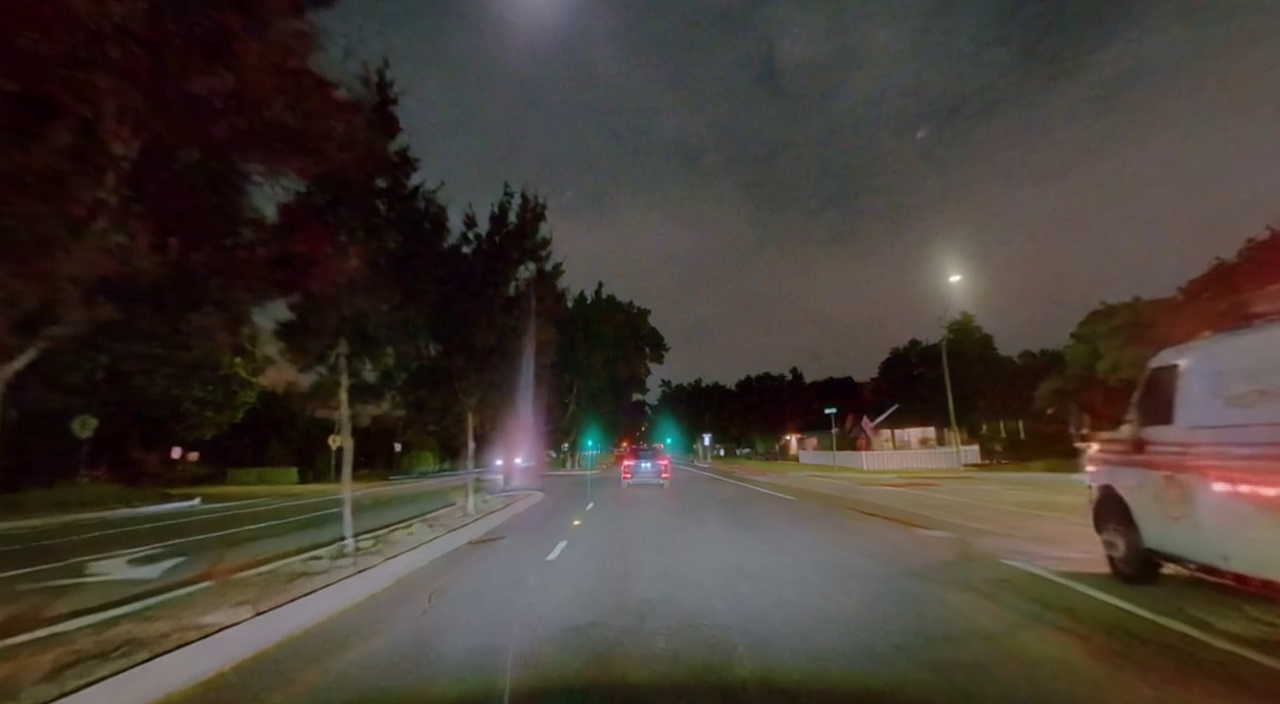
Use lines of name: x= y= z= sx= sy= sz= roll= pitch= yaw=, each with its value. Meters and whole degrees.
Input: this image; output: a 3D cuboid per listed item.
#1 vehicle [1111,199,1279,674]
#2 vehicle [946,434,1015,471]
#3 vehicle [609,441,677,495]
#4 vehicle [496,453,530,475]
vehicle: x=5.247 y=0.546 z=3.640 sx=2.654 sy=2.824 sz=5.794 roll=-6 pitch=-11 yaw=24
vehicle: x=17.976 y=5.278 z=33.236 sx=2.128 sy=1.771 sz=4.721 roll=-7 pitch=-12 yaw=39
vehicle: x=0.115 y=3.848 z=21.301 sx=2.106 sy=1.655 sz=3.717 roll=0 pitch=-9 yaw=1
vehicle: x=-9.542 y=8.435 z=47.604 sx=1.861 sy=1.516 sz=3.752 roll=0 pitch=-9 yaw=-2
